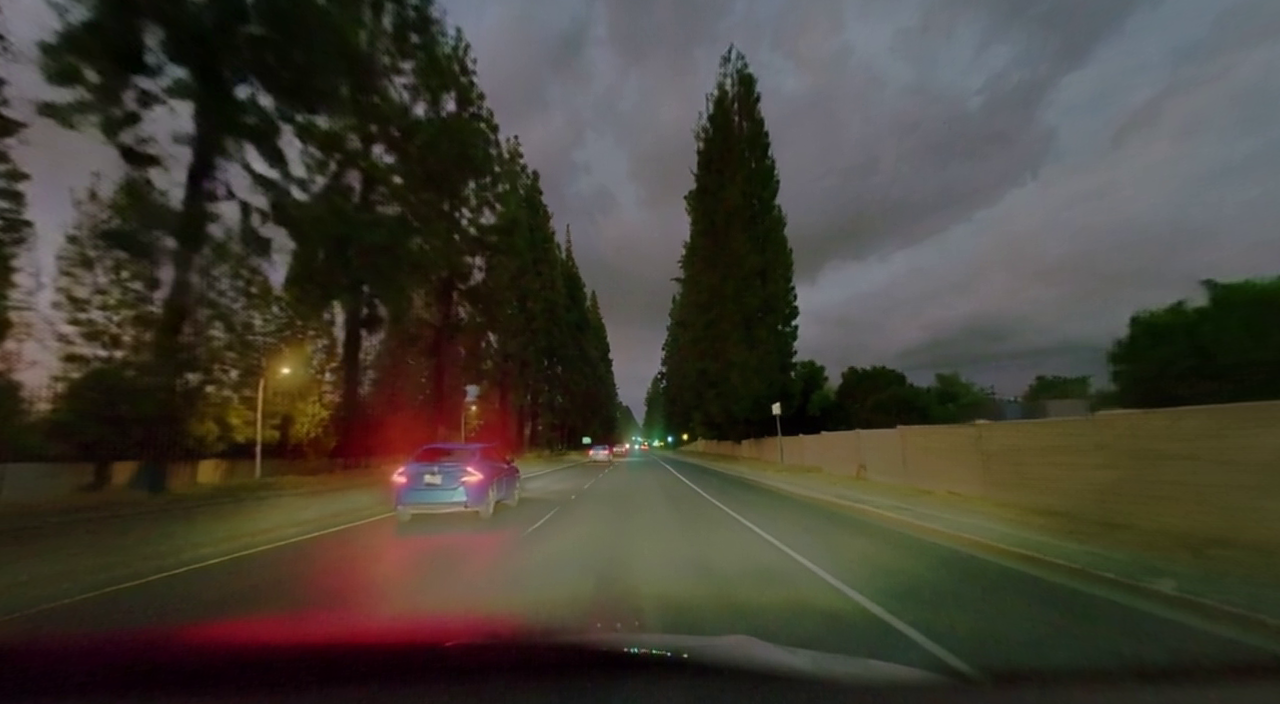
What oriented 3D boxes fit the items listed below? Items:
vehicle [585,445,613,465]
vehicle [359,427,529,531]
[{"bbox_3d":[-3.082,7.850,48.255,1.870,1.431,4.317,0,-9,1],"label":"vehicle"},{"bbox_3d":[-3.536,2.375,12.443,1.919,1.650,4.546,0,-9,0],"label":"vehicle"}]
